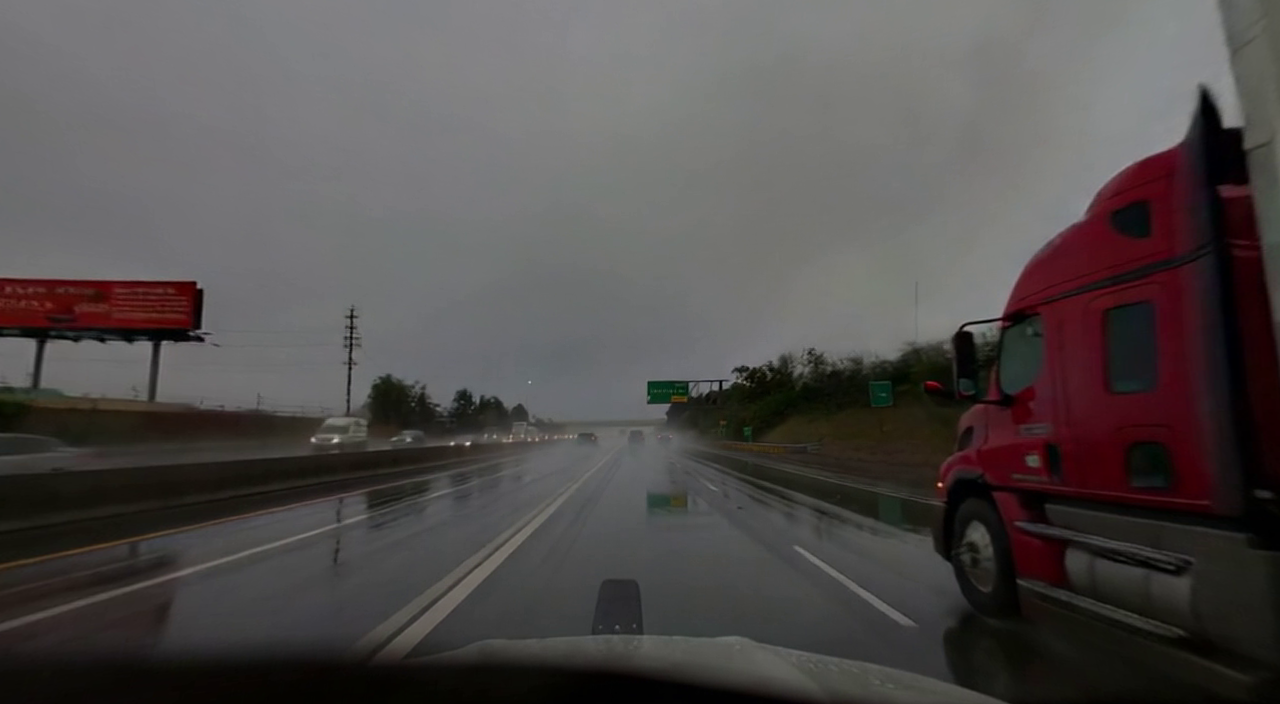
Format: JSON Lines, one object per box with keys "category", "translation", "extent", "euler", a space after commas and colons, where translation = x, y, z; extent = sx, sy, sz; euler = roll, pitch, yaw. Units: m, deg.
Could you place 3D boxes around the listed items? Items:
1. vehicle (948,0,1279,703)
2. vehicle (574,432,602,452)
{"category": "vehicle", "translation": [3.834, -0.266, 1.420], "extent": [3.027, 3.796, 6.035], "euler": [0, -8, -1]}
{"category": "vehicle", "translation": [-4.017, 6.965, 48.867], "extent": [1.930, 1.484, 3.849], "euler": [0, -8, -1]}
